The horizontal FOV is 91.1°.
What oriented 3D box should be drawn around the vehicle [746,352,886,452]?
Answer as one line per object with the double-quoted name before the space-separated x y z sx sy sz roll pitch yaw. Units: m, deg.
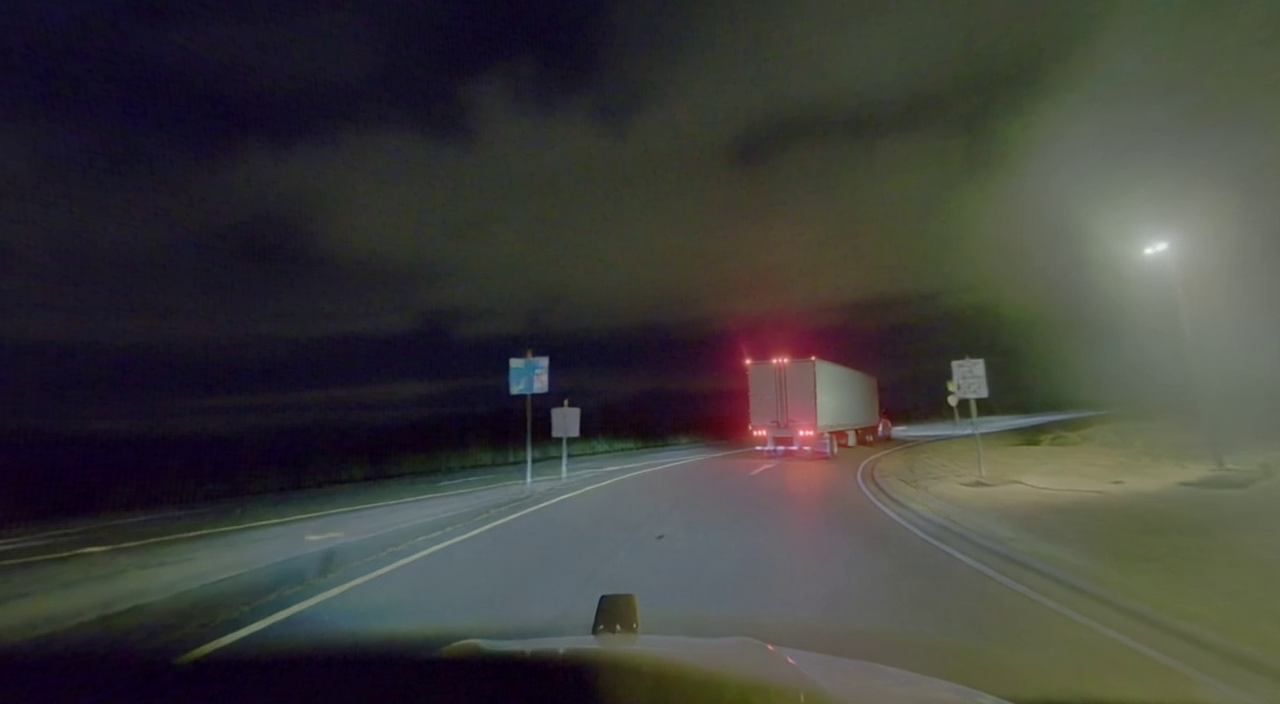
"vehicle" 8.313 2.534 28.335 2.837 3.712 10.484 -5 -9 33
